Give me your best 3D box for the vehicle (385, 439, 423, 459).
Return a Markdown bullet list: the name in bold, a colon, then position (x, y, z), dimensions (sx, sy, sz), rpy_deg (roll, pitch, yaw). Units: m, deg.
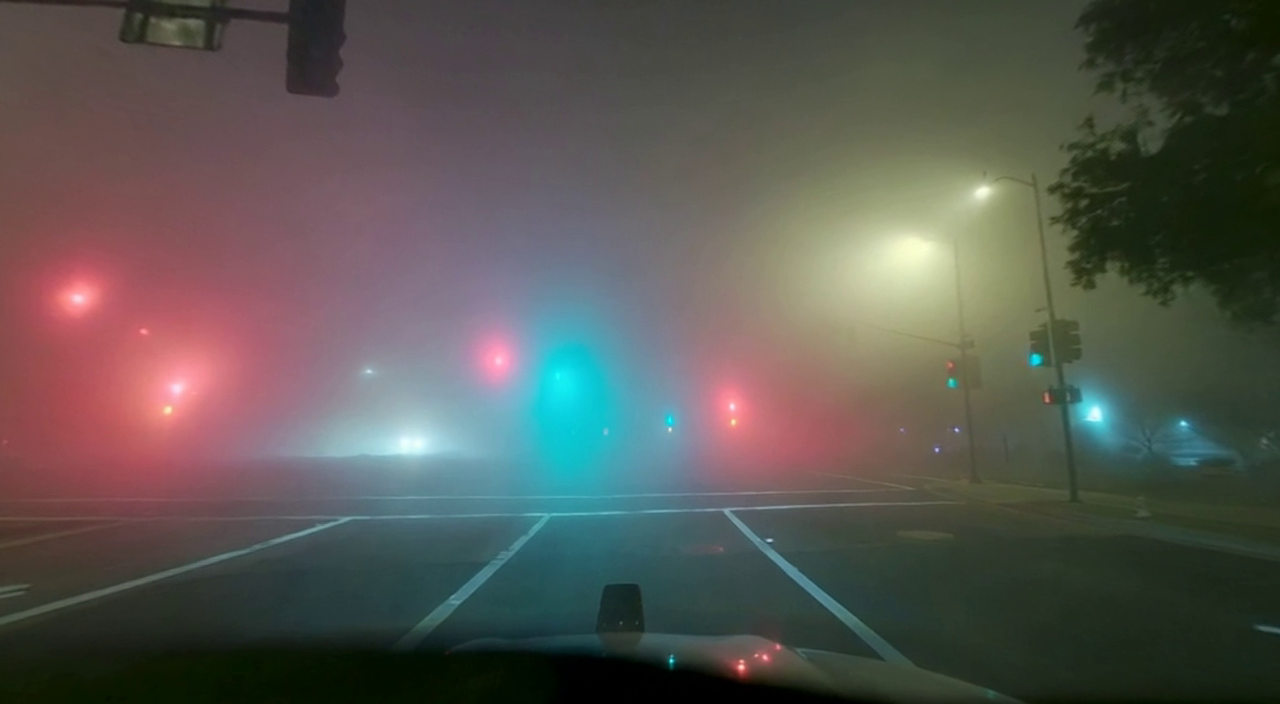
- **vehicle**: position (-18.157, 7.492, 48.821), dimensions (1.969, 1.464, 4.485), rpy_deg (1, -9, -10)
